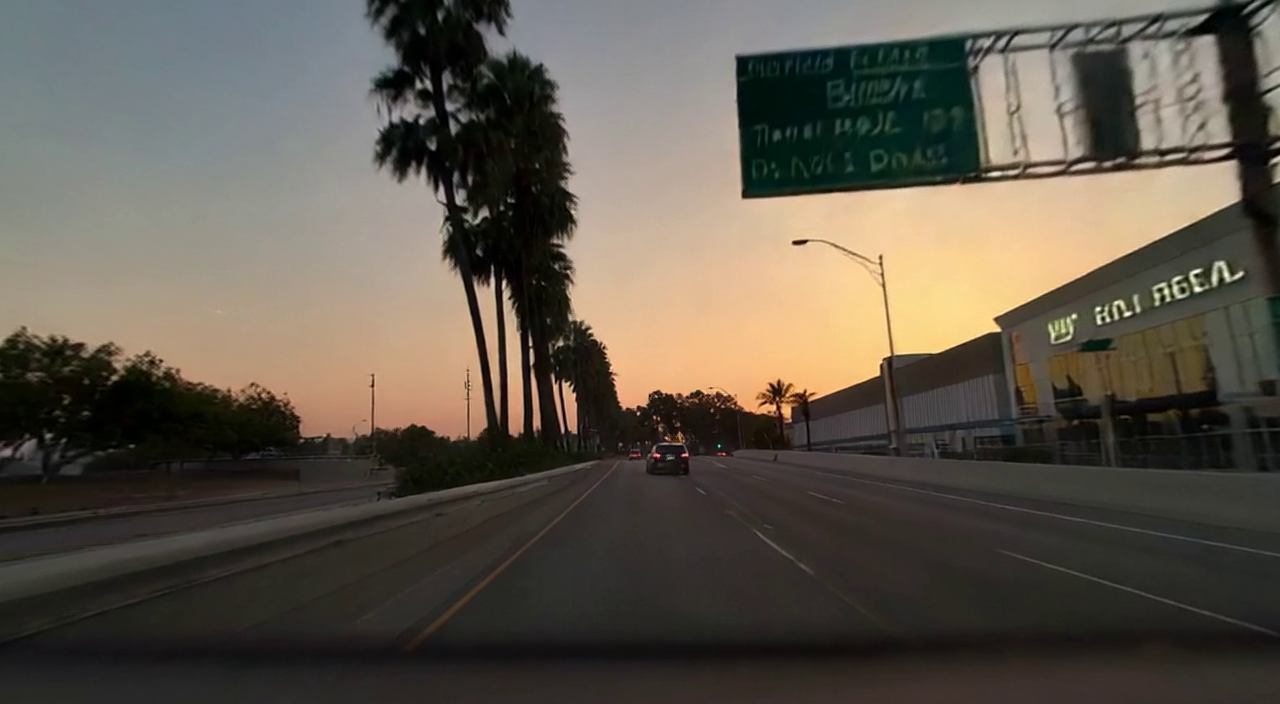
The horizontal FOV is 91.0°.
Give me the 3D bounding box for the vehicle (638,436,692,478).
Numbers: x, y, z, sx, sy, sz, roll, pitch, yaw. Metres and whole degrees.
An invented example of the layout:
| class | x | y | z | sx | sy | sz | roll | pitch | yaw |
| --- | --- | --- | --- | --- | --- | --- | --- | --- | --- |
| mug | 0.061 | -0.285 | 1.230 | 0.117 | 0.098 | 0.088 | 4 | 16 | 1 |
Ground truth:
| class | x | y | z | sx | sy | sz | roll | pitch | yaw |
| --- | --- | --- | --- | --- | --- | --- | --- | --- | --- |
| vehicle | 1.068 | 4.779 | 28.812 | 2.089 | 1.718 | 4.193 | 0 | -9 | -3 |
